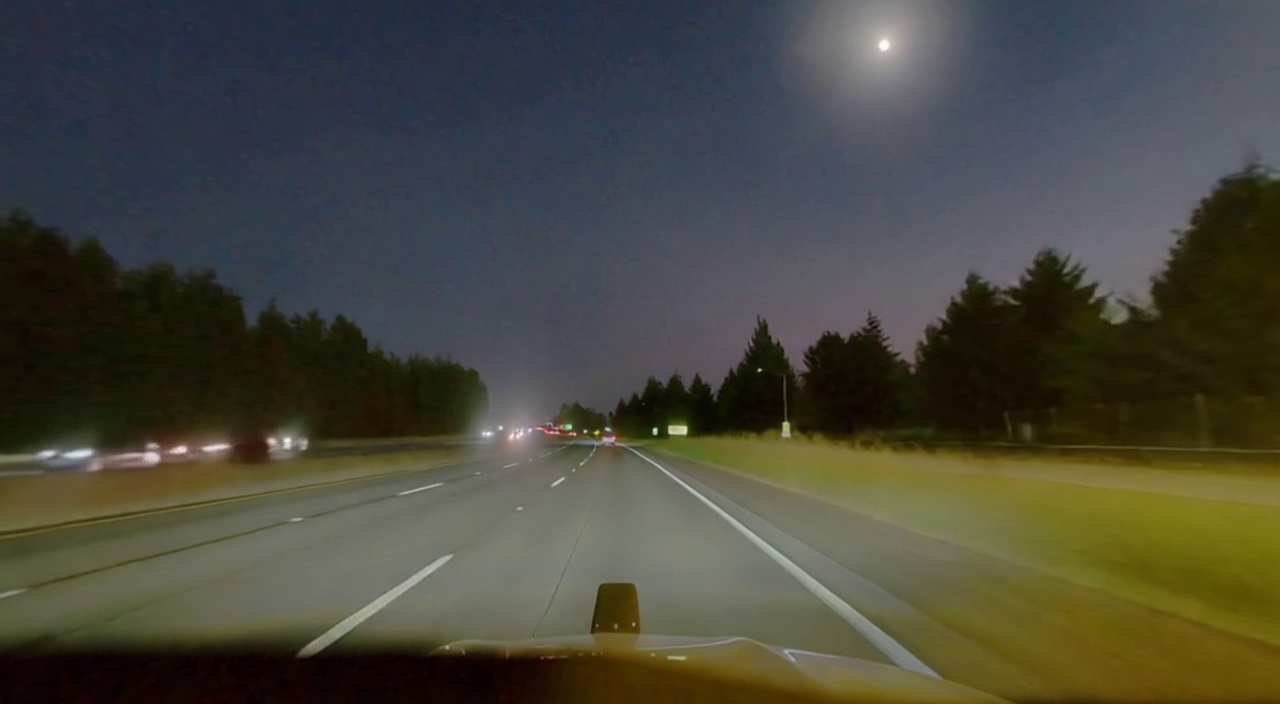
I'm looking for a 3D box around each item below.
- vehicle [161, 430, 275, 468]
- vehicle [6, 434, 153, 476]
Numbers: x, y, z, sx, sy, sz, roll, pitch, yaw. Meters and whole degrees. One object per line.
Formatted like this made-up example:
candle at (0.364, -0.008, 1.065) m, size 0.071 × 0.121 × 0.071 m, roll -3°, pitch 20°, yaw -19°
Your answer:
vehicle at (-18.538, 4.258, 27.929) m, size 2.025 × 1.539 × 4.484 m, roll 0°, pitch -8°, yaw -1°
vehicle at (-22.055, 4.029, 25.023) m, size 1.851 × 1.475 × 4.417 m, roll 0°, pitch -8°, yaw -1°
